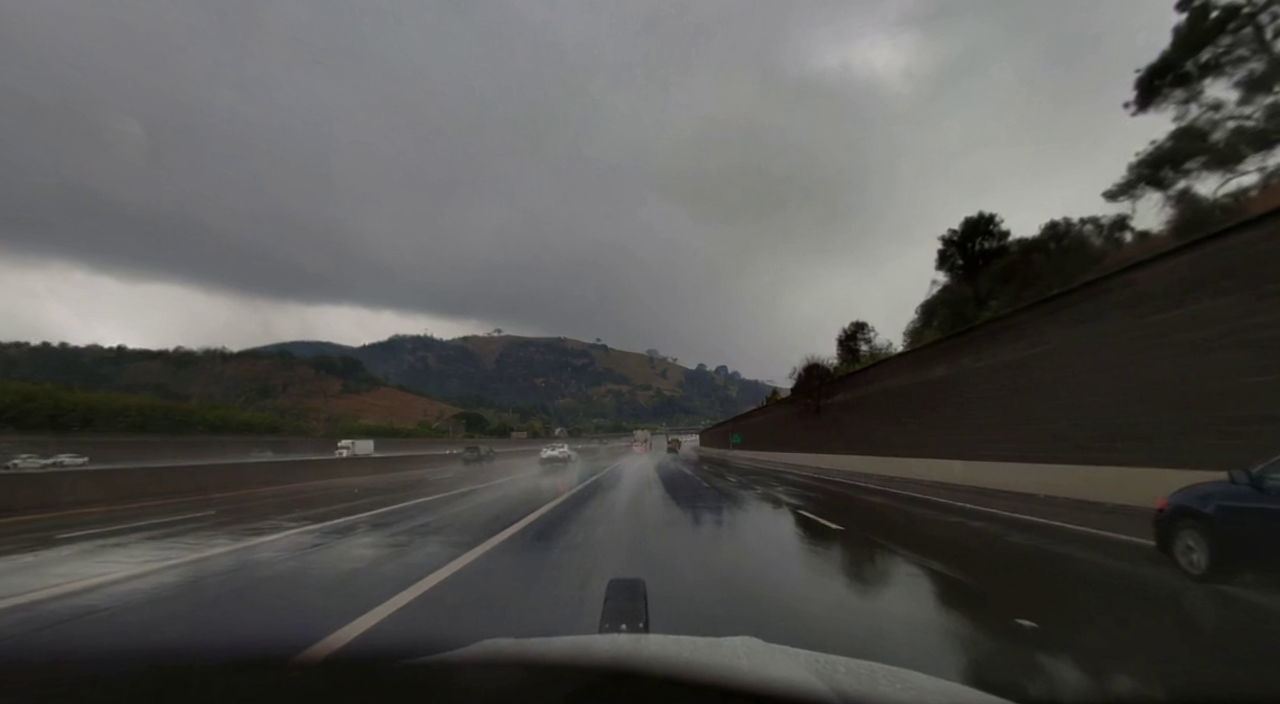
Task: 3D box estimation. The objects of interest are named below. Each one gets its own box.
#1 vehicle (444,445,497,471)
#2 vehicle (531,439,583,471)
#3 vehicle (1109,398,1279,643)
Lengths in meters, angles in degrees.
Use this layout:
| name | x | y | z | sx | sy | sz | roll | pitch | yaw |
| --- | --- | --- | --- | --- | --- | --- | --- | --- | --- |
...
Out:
| name | x | y | z | sx | sy | sz | roll | pitch | yaw |
| --- | --- | --- | --- | --- | --- | --- | --- | --- | --- |
| vehicle | -10.828 | 6.773 | 40.564 | 2.015 | 1.506 | 4.386 | -1 | -8 | 2 |
| vehicle | -5.079 | 6.395 | 39.423 | 2.172 | 1.824 | 5.031 | -1 | -8 | 5 |
| vehicle | 5.358 | 1.028 | 3.517 | 2.122 | 1.646 | 4.491 | -1 | -8 | 2 |
